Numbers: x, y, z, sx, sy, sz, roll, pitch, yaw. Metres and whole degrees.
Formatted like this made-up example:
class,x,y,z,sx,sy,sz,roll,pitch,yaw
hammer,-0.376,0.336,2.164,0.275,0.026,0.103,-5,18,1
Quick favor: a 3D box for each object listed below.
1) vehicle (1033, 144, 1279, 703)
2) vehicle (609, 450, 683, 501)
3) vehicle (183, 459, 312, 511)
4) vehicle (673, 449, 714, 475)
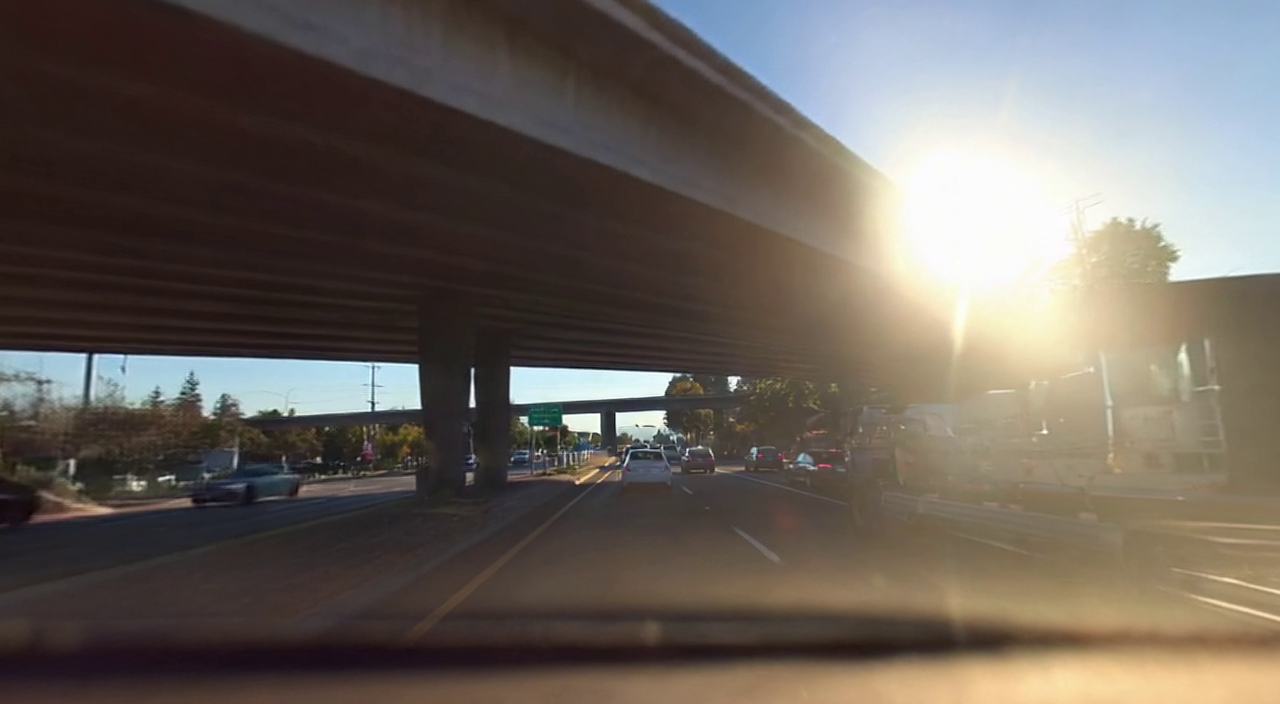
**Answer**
class,x,y,z,sx,sy,sz,roll,pitch,yaw
vehicle,3.313,0.313,0.666,2.588,2.321,4.927,0,-9,1
vehicle,0.147,3.665,19.138,2.027,1.341,3.775,0,-9,0
vehicle,-14.567,4.921,23.837,2.009,1.670,4.583,0,-9,-2
vehicle,3.104,6.472,37.347,1.962,1.431,4.205,0,-9,-1
